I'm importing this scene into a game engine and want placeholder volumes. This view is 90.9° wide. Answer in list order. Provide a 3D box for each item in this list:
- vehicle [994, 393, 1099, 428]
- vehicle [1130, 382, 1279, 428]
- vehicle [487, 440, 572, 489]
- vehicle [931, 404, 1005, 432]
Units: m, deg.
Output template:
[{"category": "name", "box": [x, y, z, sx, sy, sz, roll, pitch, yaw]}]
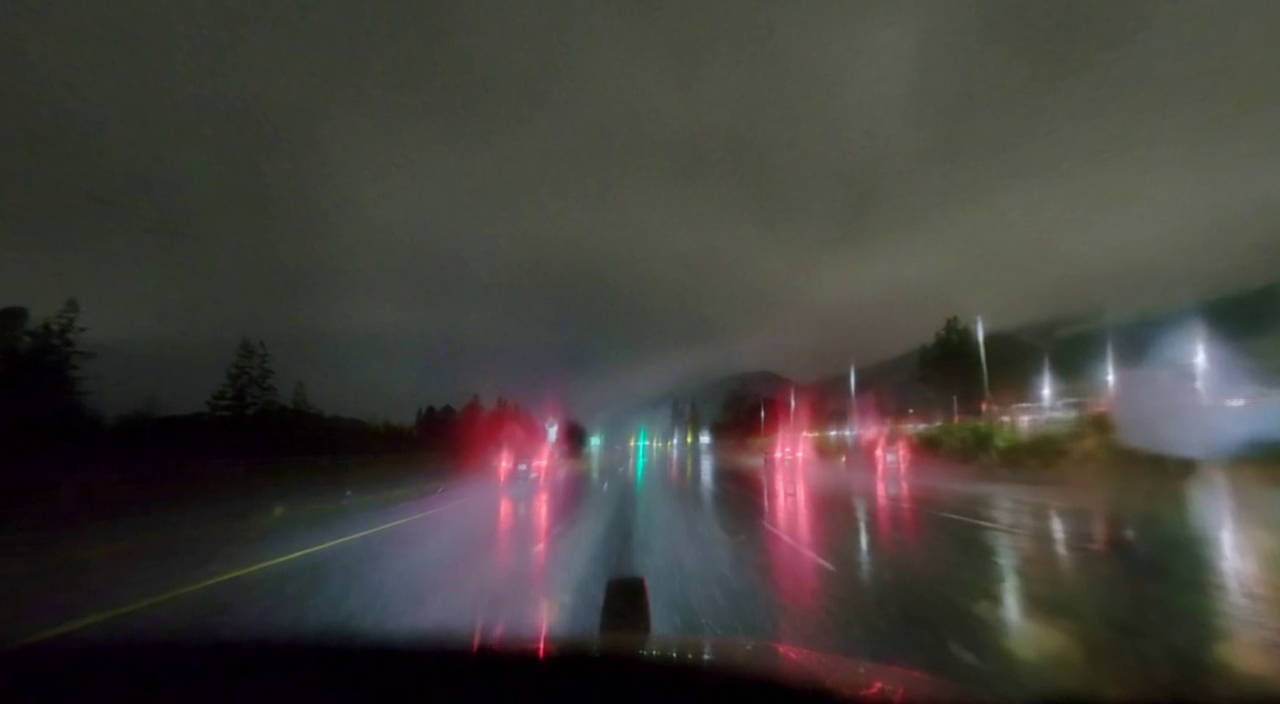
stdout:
[{"category": "vehicle", "box": [21.405, 3.159, 33.373, 4.459, 1.642, 1.856, -5, -10, 30]}, {"category": "vehicle", "box": [20.511, 1.980, 22.897, 4.100, 1.427, 1.794, -6, -10, 35]}, {"category": "vehicle", "box": [-3.661, 3.818, 21.811, 2.021, 1.526, 4.385, 0, -8, 2]}, {"category": "vehicle", "box": [22.155, 4.505, 42.684, 4.214, 1.476, 1.936, -7, -14, 25]}]
